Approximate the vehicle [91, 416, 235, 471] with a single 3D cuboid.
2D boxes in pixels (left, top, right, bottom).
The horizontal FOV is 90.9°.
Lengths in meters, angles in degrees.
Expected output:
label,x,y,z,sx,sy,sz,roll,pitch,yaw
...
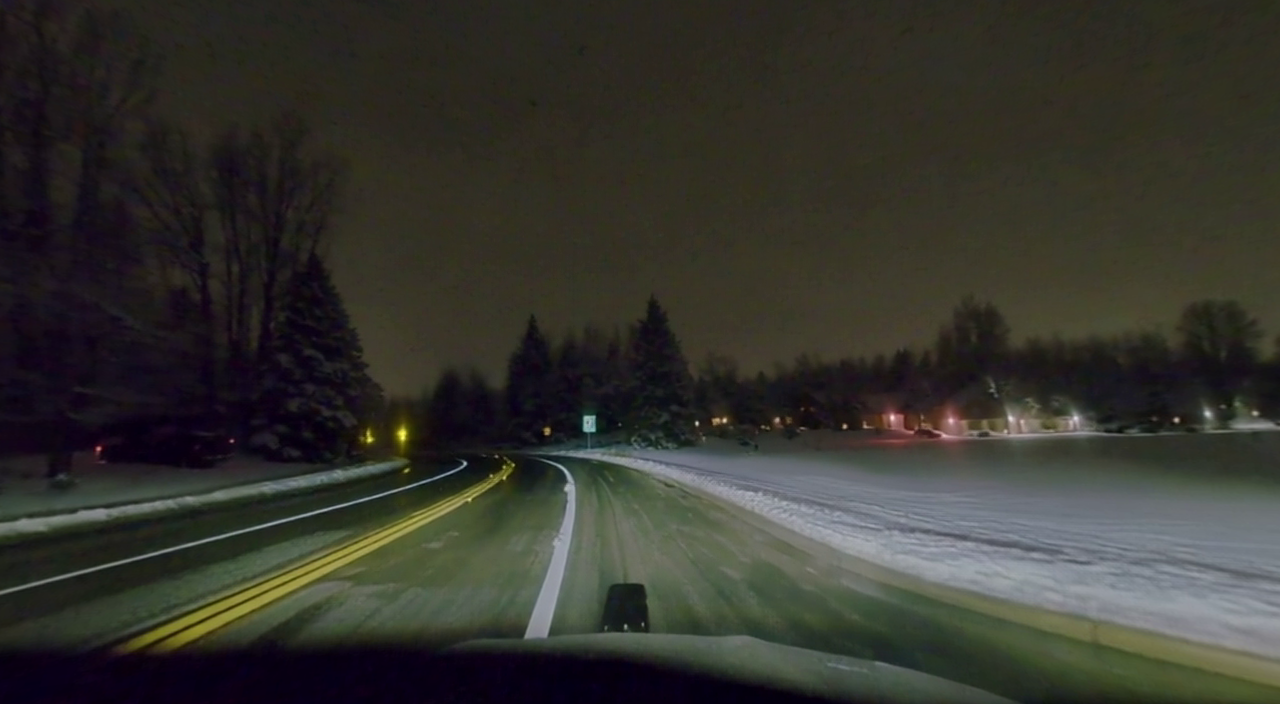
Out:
label,x,y,z,sx,sy,sz,roll,pitch,yaw
vehicle,-18.708,3.605,24.769,4.699,1.996,2.116,-3,-9,19
